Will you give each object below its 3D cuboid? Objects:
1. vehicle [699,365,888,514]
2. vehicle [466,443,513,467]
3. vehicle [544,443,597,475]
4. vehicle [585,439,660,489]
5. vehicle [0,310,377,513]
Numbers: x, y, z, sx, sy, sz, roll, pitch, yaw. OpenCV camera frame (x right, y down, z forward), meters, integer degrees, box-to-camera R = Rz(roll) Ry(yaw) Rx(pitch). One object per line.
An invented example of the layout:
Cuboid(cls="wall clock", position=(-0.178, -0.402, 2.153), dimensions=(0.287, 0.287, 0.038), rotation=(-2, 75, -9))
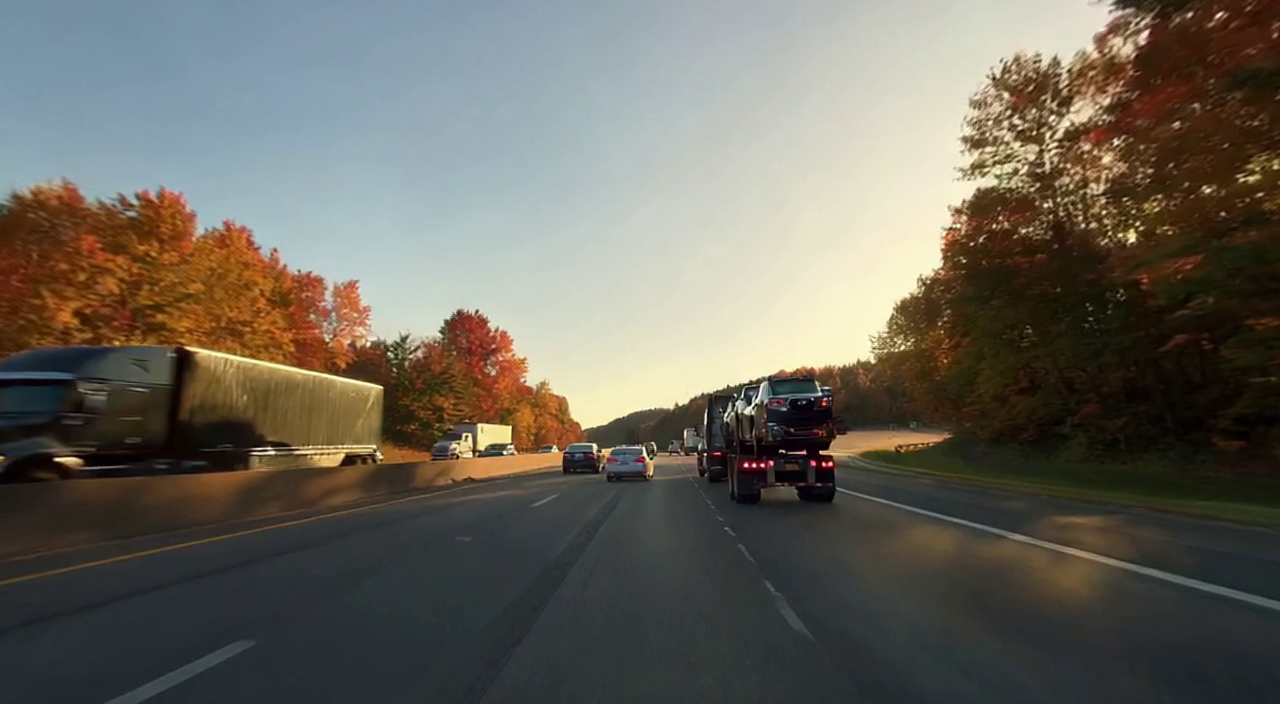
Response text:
Cuboid(cls="vehicle", position=(3.976, 2.870, 20.405), dimensions=(3.150, 3.257, 13.098), rotation=(0, -8, 1))
Cuboid(cls="vehicle", position=(-10.098, 6.950, 42.498), dimensions=(1.905, 1.511, 4.095), rotation=(-1, -8, 4))
Cuboid(cls="vehicle", position=(-3.289, 5.155, 30.515), dimensions=(1.928, 1.464, 3.706), rotation=(-1, -8, 3))
Cuboid(cls="vehicle", position=(-0.468, 3.677, 21.031), dimensions=(2.152, 1.484, 4.211), rotation=(-1, -8, 3))
Cuboid(cls="vehicle", position=(-14.978, 2.508, 22.157), dimensions=(3.330, 4.410, 17.004), rotation=(-1, -8, 3))
